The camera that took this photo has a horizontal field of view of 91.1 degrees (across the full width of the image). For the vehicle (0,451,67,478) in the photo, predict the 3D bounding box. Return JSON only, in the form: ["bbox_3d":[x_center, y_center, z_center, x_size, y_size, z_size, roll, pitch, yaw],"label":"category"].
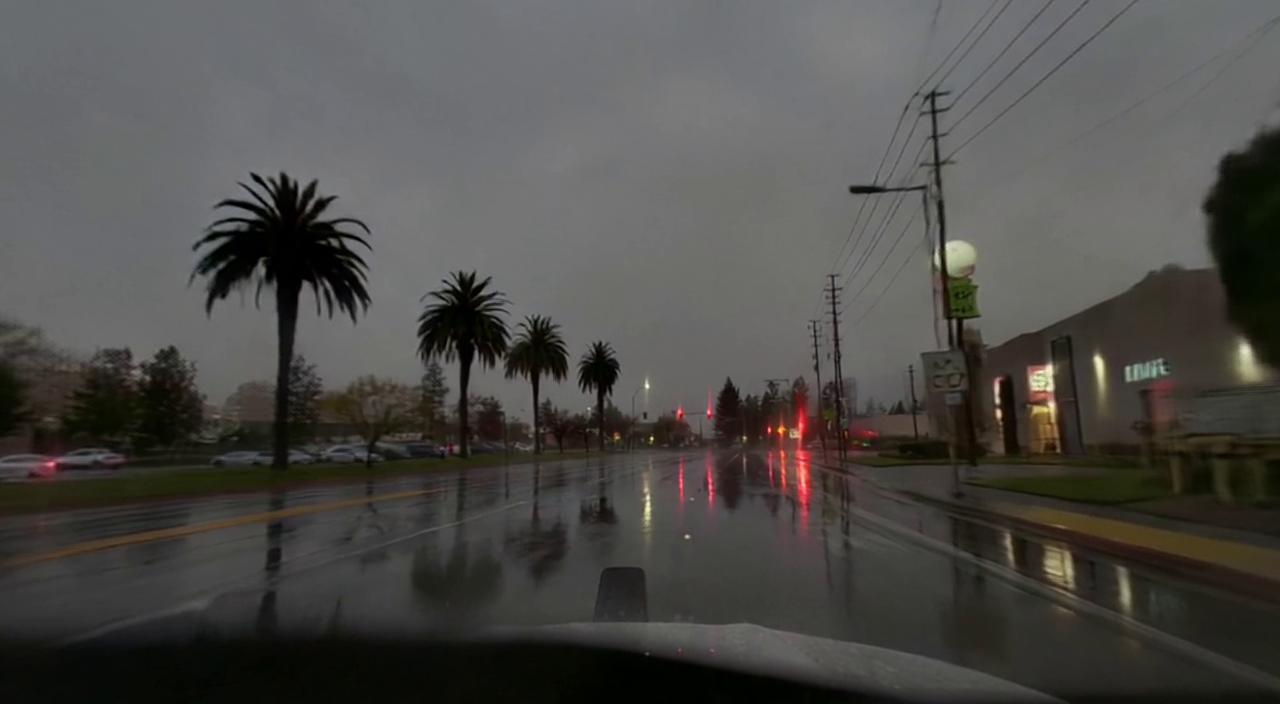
[{"bbox_3d":[-36.088,6.448,36.087,4.525,1.492,1.950,-1,-9,5],"label":"vehicle"}]

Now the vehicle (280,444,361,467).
[{"bbox_3d":[-21.492,6.957,42.321,4.440,1.541,1.851,-1,-9,3],"label":"vehicle"}]
